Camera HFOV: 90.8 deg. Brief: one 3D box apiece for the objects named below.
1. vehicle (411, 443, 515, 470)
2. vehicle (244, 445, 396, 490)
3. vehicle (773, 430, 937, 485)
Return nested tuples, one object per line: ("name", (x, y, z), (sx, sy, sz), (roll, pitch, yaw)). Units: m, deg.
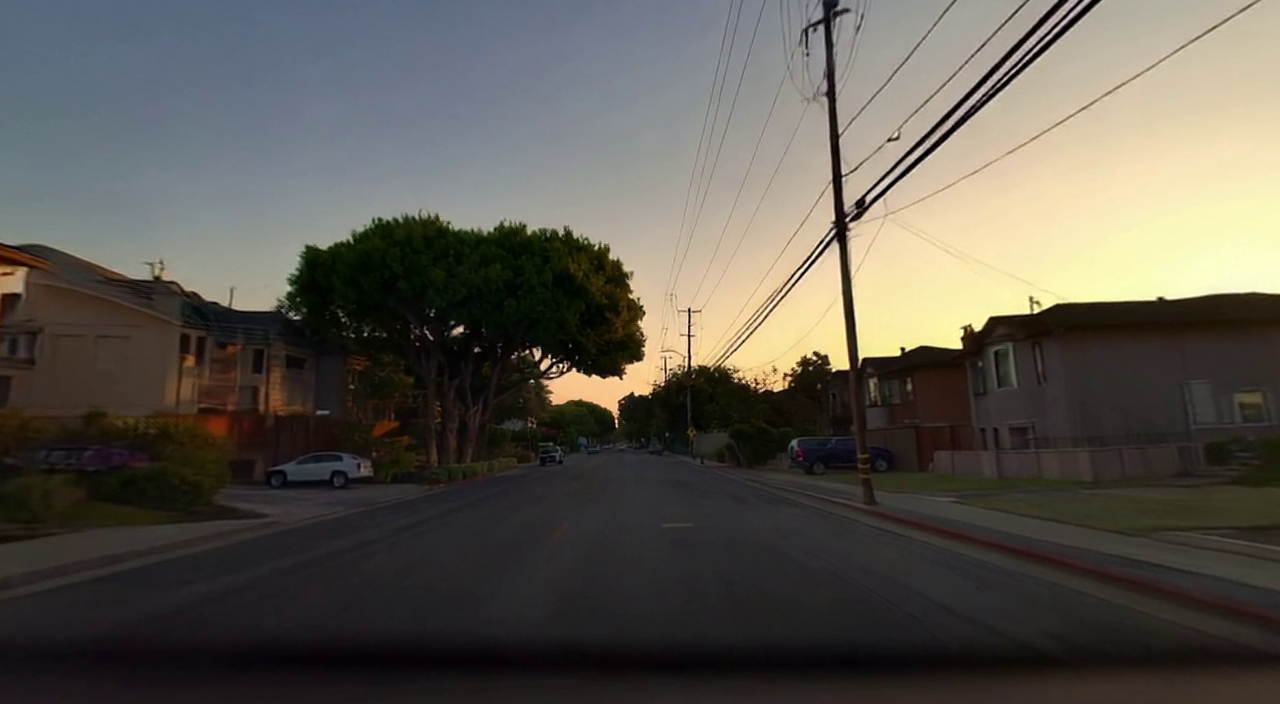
("vehicle", (-12.494, 7.413, 45.016), (6.619, 1.759, 2.632), (0, -8, -3))
("vehicle", (-11.356, 4.116, 22.717), (4.371, 1.482, 1.954), (0, -9, -3))
("vehicle", (8.854, 4.358, 26.445), (5.890, 1.896, 2.459), (-2, -7, -2))
